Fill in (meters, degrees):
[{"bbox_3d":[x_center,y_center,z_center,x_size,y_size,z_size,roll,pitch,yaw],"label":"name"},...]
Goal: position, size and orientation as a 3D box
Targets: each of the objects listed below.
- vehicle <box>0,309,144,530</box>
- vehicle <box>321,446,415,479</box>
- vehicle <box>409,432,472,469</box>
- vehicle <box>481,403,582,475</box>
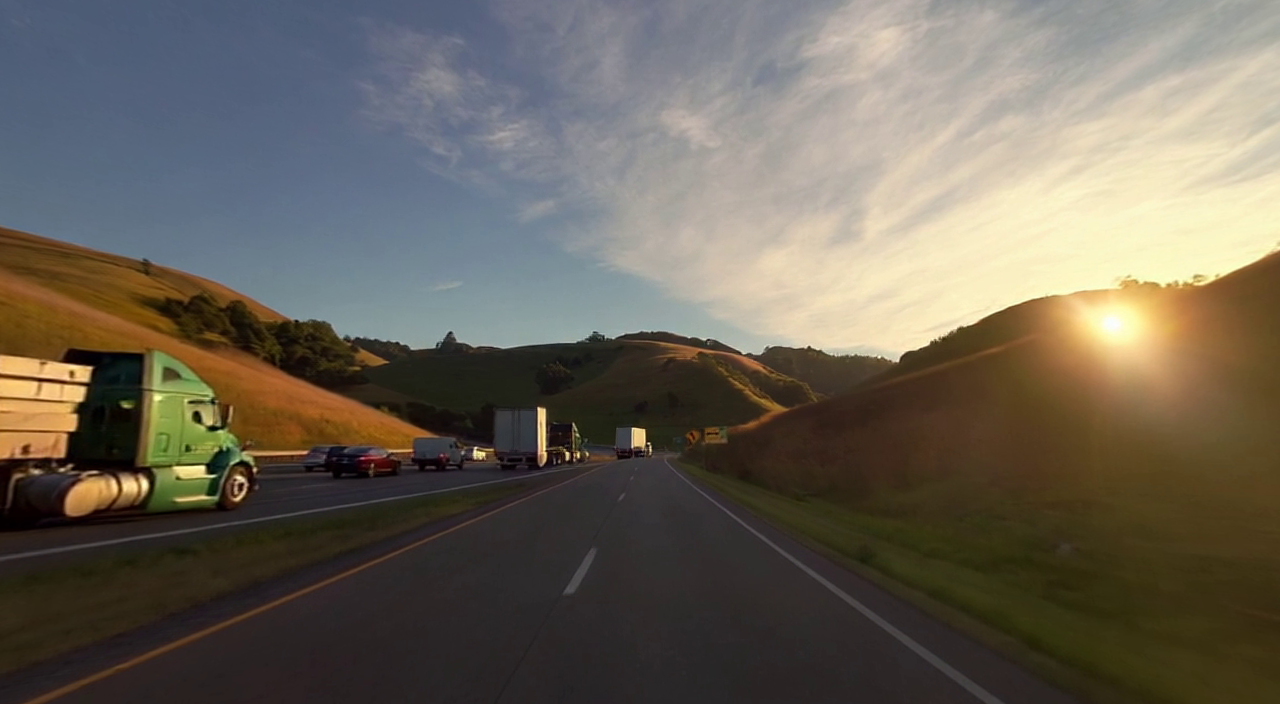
[{"bbox_3d":[-12.329,0.639,7.332,2.745,3.617,11.590,-1,-9,6],"label":"vehicle"},{"bbox_3d":[-13.122,5.350,30.781,1.925,1.493,4.864,-1,-9,8],"label":"vehicle"},{"bbox_3d":[-14.739,7.319,46.903,2.264,2.596,5.494,-1,-9,8],"label":"vehicle"},{"bbox_3d":[-6.922,6.117,43.442,2.848,4.067,14.314,-1,-9,7],"label":"vehicle"}]
